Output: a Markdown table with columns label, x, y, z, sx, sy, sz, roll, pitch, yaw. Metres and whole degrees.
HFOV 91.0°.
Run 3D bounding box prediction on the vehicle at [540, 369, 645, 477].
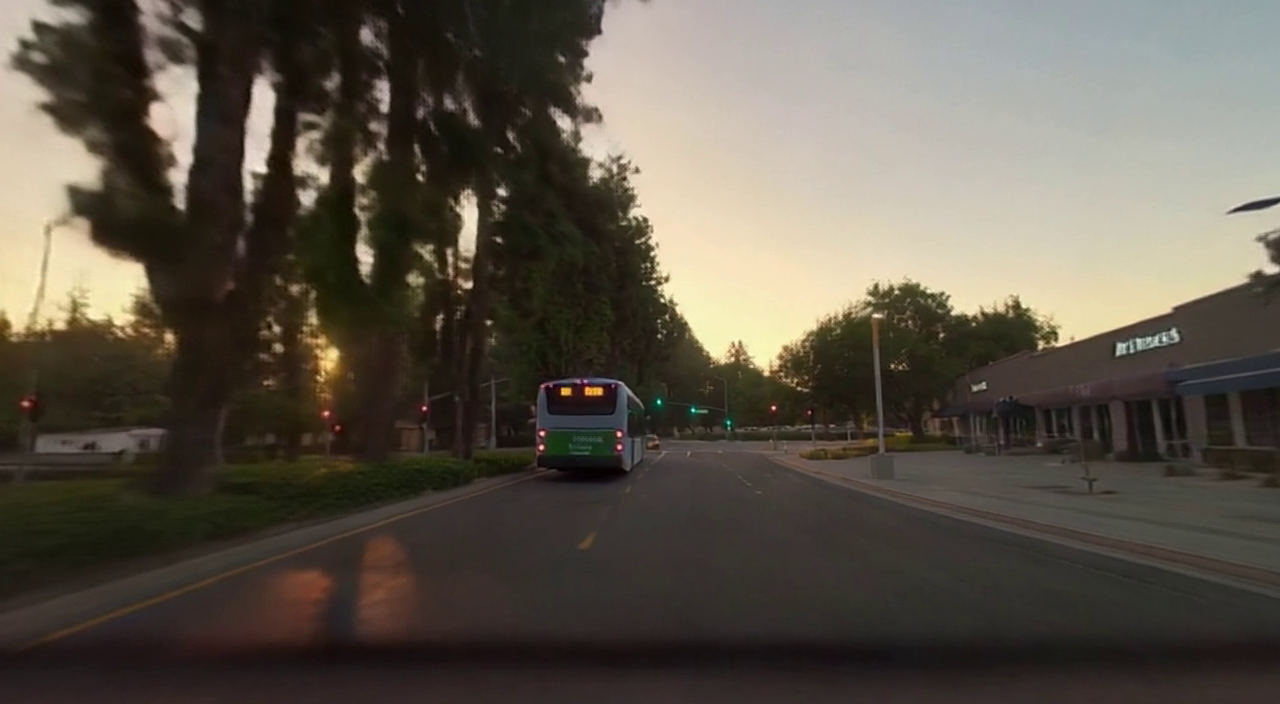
| label | x | y | z | sx | sy | sz | roll | pitch | yaw |
| --- | --- | --- | --- | --- | --- | --- | --- | --- | --- |
| vehicle | -1.464 | 3.088 | 25.699 | 3.031 | 3.429 | 11.005 | 0 | -9 | 2 |
